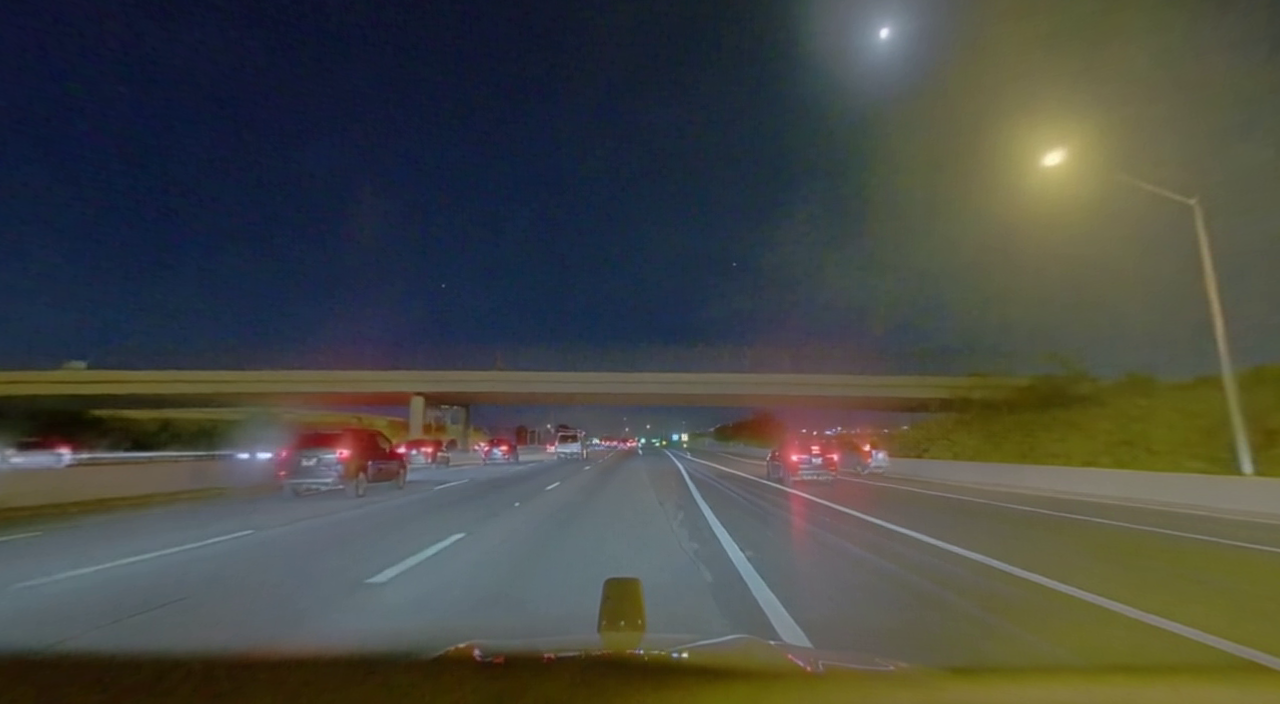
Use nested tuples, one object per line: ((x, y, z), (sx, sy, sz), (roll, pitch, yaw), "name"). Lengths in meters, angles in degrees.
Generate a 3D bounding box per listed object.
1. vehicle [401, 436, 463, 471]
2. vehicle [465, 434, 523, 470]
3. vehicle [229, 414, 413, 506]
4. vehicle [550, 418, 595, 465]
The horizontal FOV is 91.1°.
((-11.230, 5.498, 34.207), (1.900, 1.726, 4.236), (0, -8, 0), "vehicle")
((-7.940, 5.473, 34.562), (2.109, 1.784, 4.709), (0, -8, -1), "vehicle")
((-7.682, 2.647, 15.803), (2.179, 1.948, 4.618), (0, -8, 0), "vehicle")
((-4.391, 5.998, 41.892), (2.301, 2.843, 6.458), (0, -8, -1), "vehicle")
